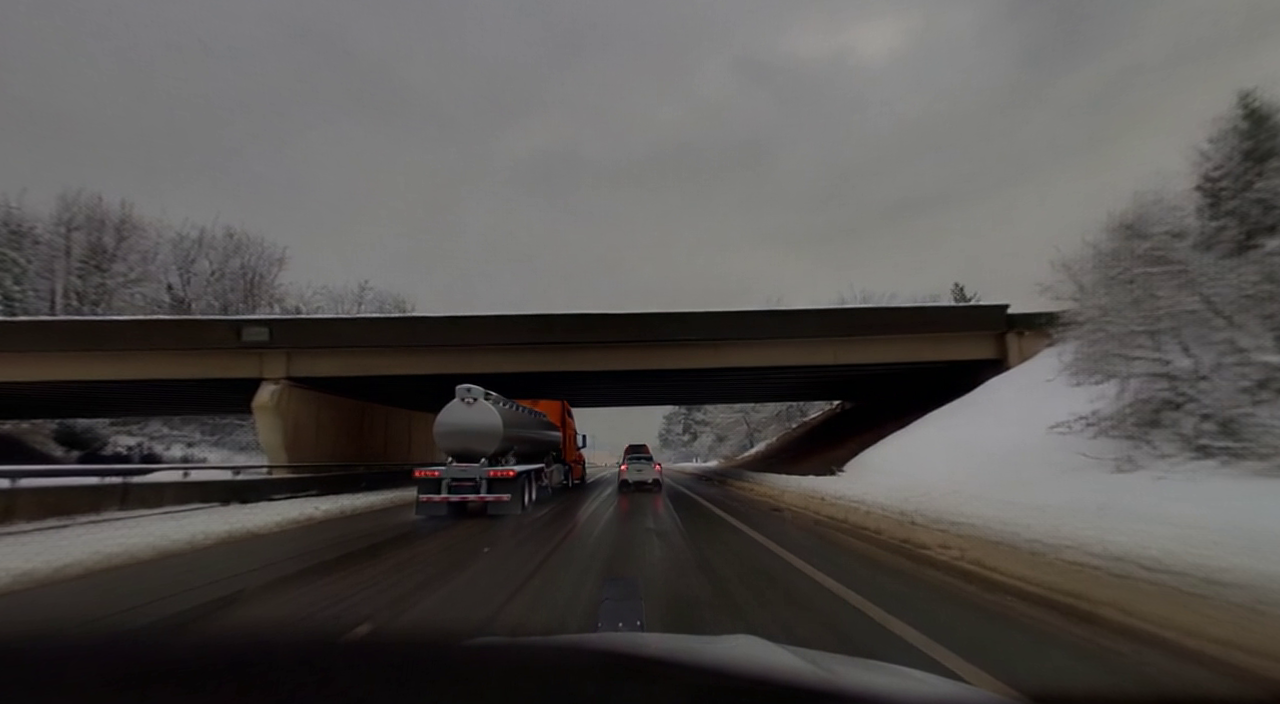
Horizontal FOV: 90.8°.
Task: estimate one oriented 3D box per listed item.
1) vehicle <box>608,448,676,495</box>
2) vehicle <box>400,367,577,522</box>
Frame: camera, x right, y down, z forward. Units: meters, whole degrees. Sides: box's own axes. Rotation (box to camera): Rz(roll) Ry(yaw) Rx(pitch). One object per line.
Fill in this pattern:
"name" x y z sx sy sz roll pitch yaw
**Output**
"vehicle" 0.020 4.208 22.605 2.215 1.481 4.246 0 -9 -1
"vehicle" -4.178 3.195 21.864 2.896 3.563 14.643 0 -9 -1
